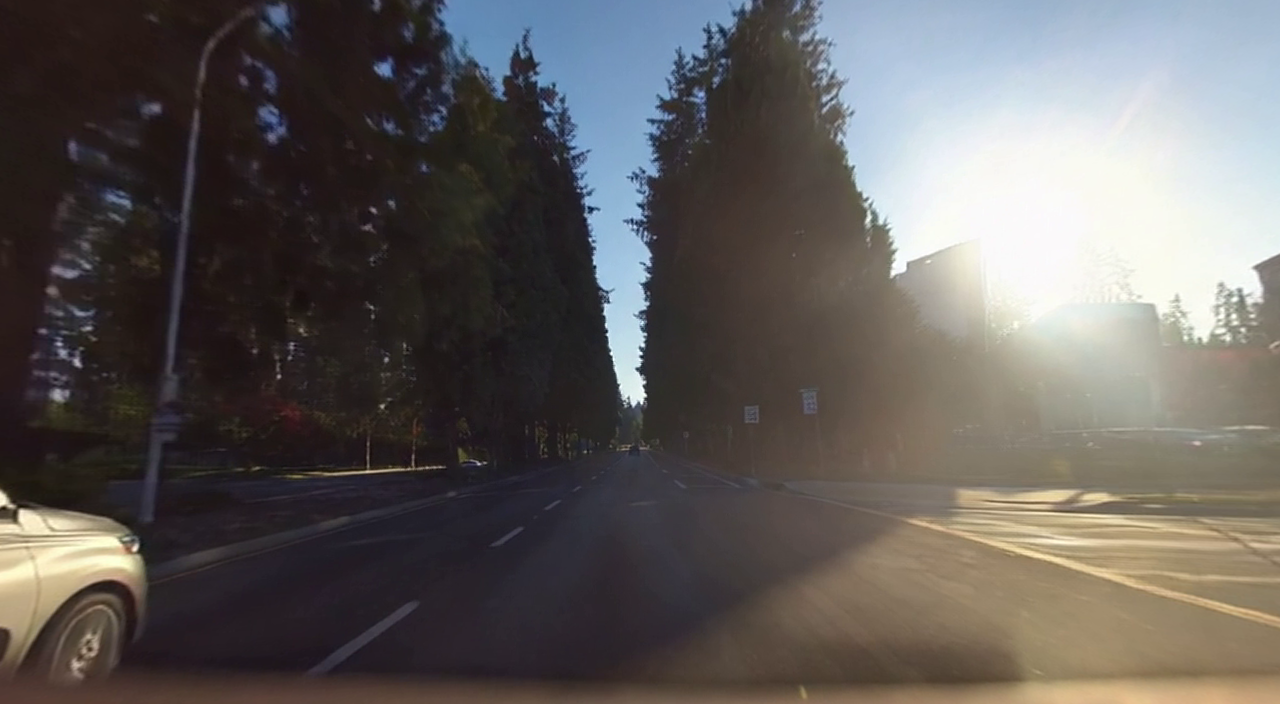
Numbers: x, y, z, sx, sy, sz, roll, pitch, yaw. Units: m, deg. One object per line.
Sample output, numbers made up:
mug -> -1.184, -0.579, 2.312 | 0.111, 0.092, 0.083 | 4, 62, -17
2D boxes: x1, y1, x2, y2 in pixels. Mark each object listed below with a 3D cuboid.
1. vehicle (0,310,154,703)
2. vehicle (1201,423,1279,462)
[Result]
vehicle -> -3.129, 0.474, 0.209 | 2.141, 1.761, 4.742 | 0, -9, -1
vehicle -> 29.883, 4.359, 30.244 | 3.879, 1.820, 1.862 | 0, -9, 2
